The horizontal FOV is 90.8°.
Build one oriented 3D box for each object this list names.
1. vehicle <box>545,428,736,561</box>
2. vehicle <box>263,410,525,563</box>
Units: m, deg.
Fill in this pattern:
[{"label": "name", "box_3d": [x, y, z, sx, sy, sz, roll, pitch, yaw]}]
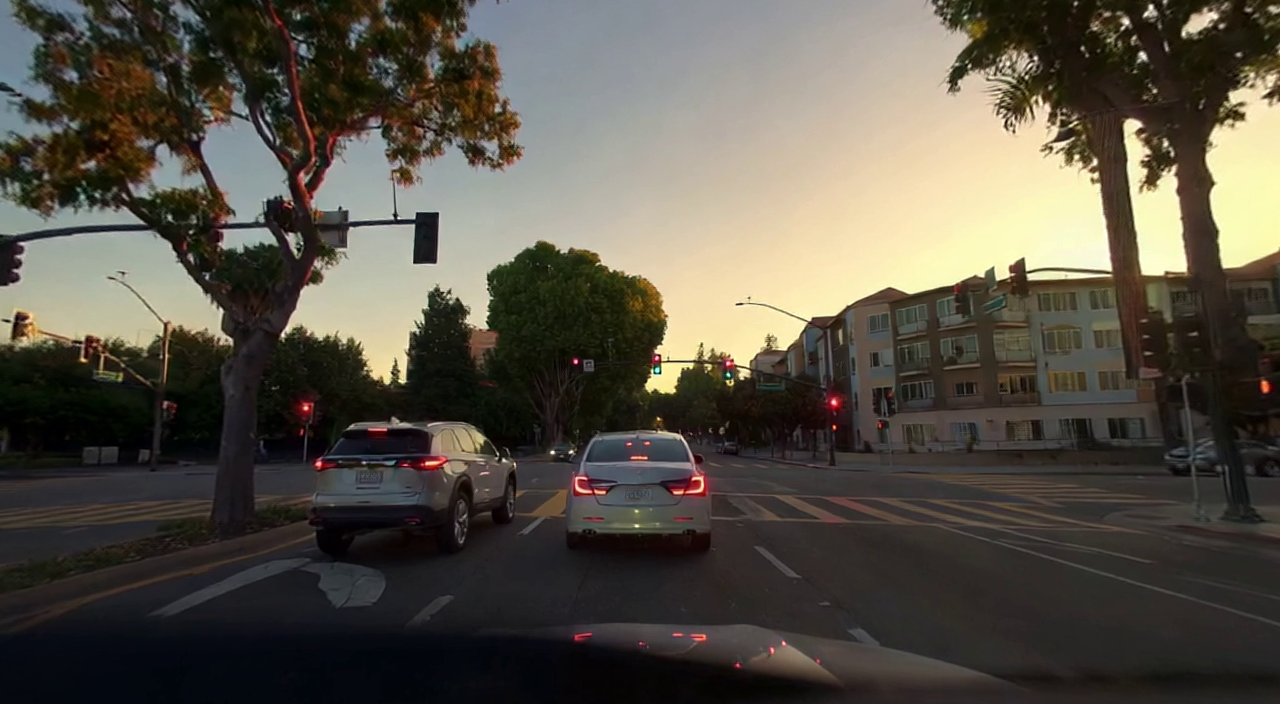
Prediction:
[{"label": "vehicle", "box_3d": [0.004, 1.931, 9.258, 2.190, 1.522, 3.850, 0, -8, 0]}, {"label": "vehicle", "box_3d": [-3.200, 1.857, 9.446, 2.081, 1.719, 4.434, 0, -8, 0]}]
